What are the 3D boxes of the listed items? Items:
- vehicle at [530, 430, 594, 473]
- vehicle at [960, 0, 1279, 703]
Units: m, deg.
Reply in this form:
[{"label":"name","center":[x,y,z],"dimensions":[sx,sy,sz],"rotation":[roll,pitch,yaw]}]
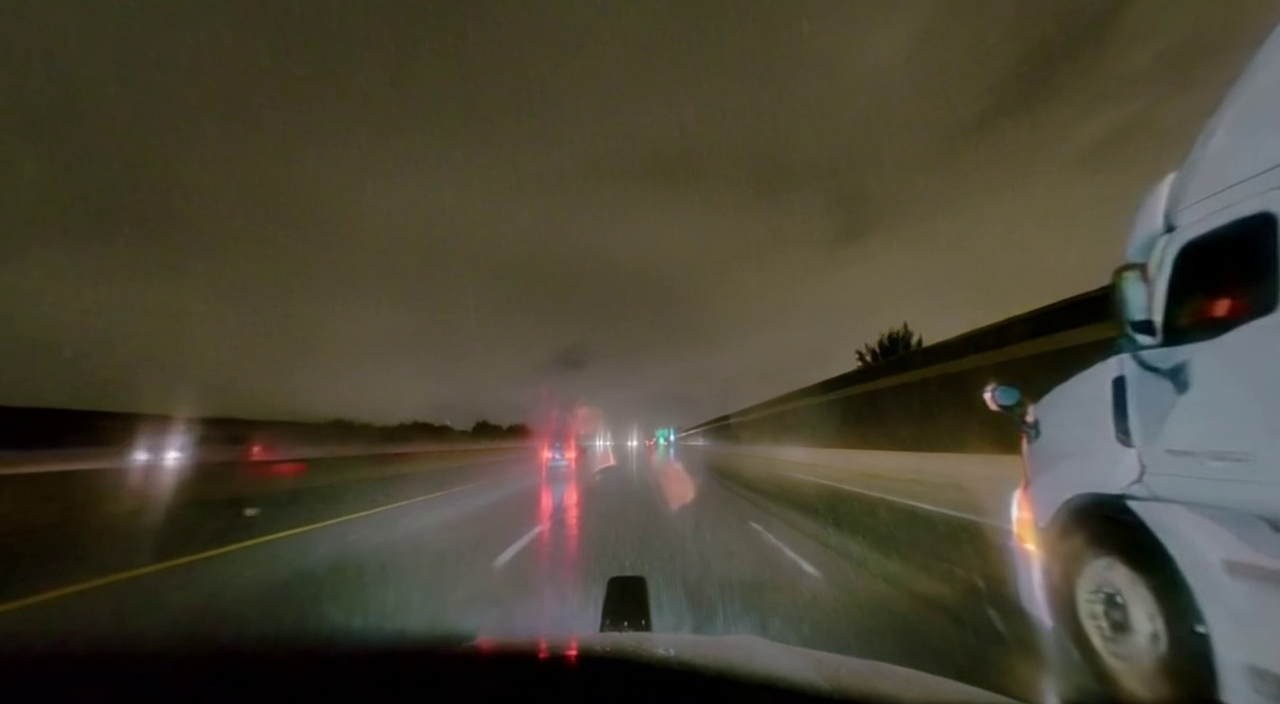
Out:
[{"label":"vehicle","center":[-3.274,4.316,27.497],"dimensions":[2.189,1.707,4.692],"rotation":[0,-8,0]},{"label":"vehicle","center":[3.933,-0.561,1.630],"dimensions":[3.037,4.014,6.276],"rotation":[1,-7,2]}]
